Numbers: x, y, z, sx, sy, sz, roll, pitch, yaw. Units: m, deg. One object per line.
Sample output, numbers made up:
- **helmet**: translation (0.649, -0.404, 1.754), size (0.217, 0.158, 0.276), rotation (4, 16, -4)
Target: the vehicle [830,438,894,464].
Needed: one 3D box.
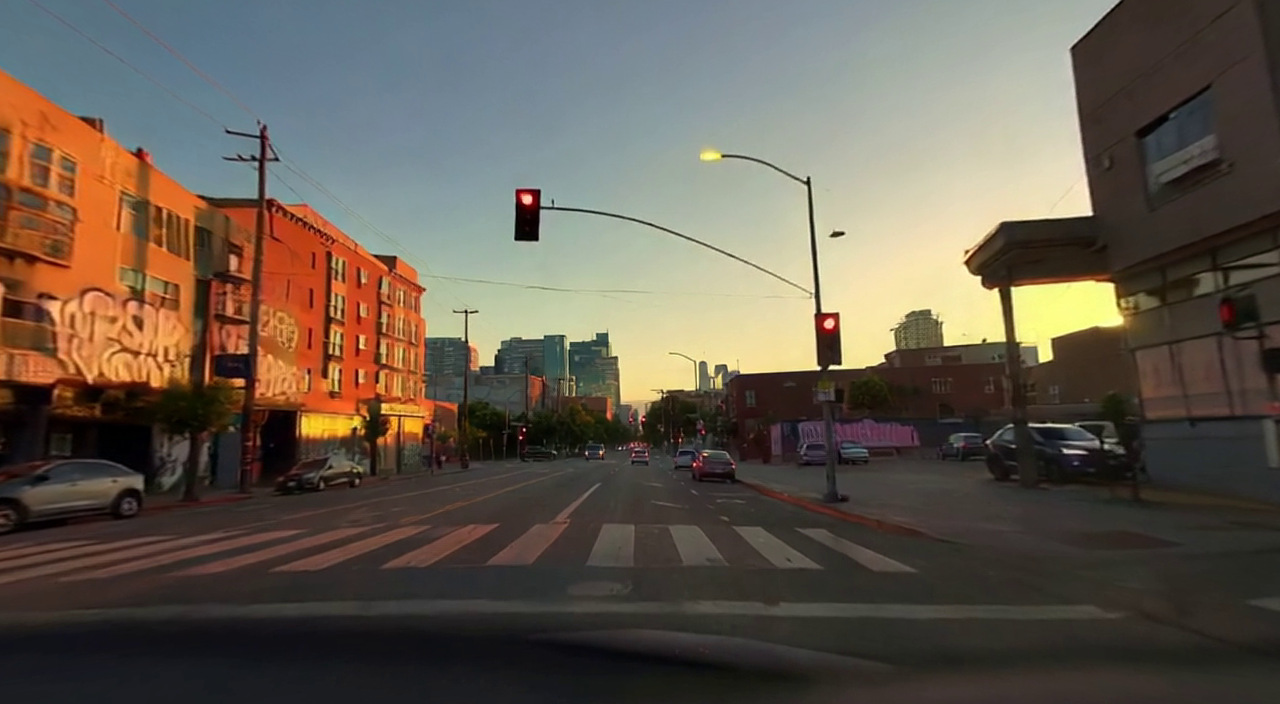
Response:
- **vehicle**: translation (13.355, 5.978, 38.073), size (1.819, 1.450, 4.707), rotation (1, -8, -4)

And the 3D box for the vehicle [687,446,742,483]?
- **vehicle**: translation (3.366, 5.140, 29.076), size (2.062, 1.535, 4.206), rotation (0, -8, 0)

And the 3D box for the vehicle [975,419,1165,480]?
- **vehicle**: translation (12.466, 2.838, 18.478), size (4.312, 1.578, 2.006), rotation (-5, -10, 34)

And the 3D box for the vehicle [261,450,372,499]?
- **vehicle**: translation (-15.230, 5.757, 30.049), size (2.048, 1.814, 5.998), rotation (-6, -8, 1)

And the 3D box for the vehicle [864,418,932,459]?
- **vehicle**: translation (15.692, 5.320, 38.488), size (1.969, 2.282, 4.731), rotation (1, -8, -2)

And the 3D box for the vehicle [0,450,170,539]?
- **vehicle**: translation (-15.241, 3.488, 15.914), size (2.107, 1.914, 5.567), rotation (0, -8, 3)

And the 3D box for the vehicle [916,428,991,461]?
- **vehicle**: translation (18.289, 5.460, 36.866), size (2.002, 1.731, 4.413), rotation (-2, -9, -1)

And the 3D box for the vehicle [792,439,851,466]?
- **vehicle**: translation (11.002, 6.095, 38.432), size (1.956, 1.514, 4.862), rotation (1, -8, -3)
